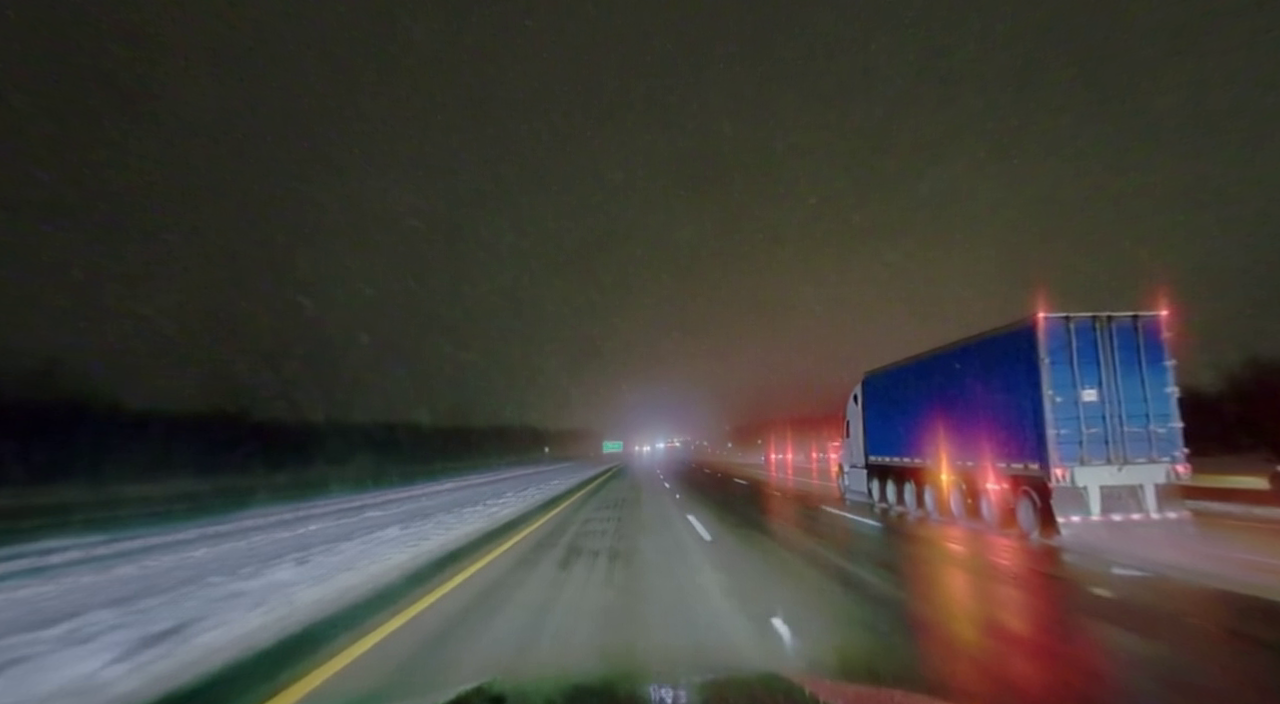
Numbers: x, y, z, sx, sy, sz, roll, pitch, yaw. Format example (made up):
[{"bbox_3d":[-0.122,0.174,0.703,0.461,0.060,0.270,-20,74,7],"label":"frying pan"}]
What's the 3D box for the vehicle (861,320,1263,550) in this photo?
[{"bbox_3d":[7.148,1.710,12.555,2.690,3.197,7.515,0,-9,0],"label":"vehicle"}]
